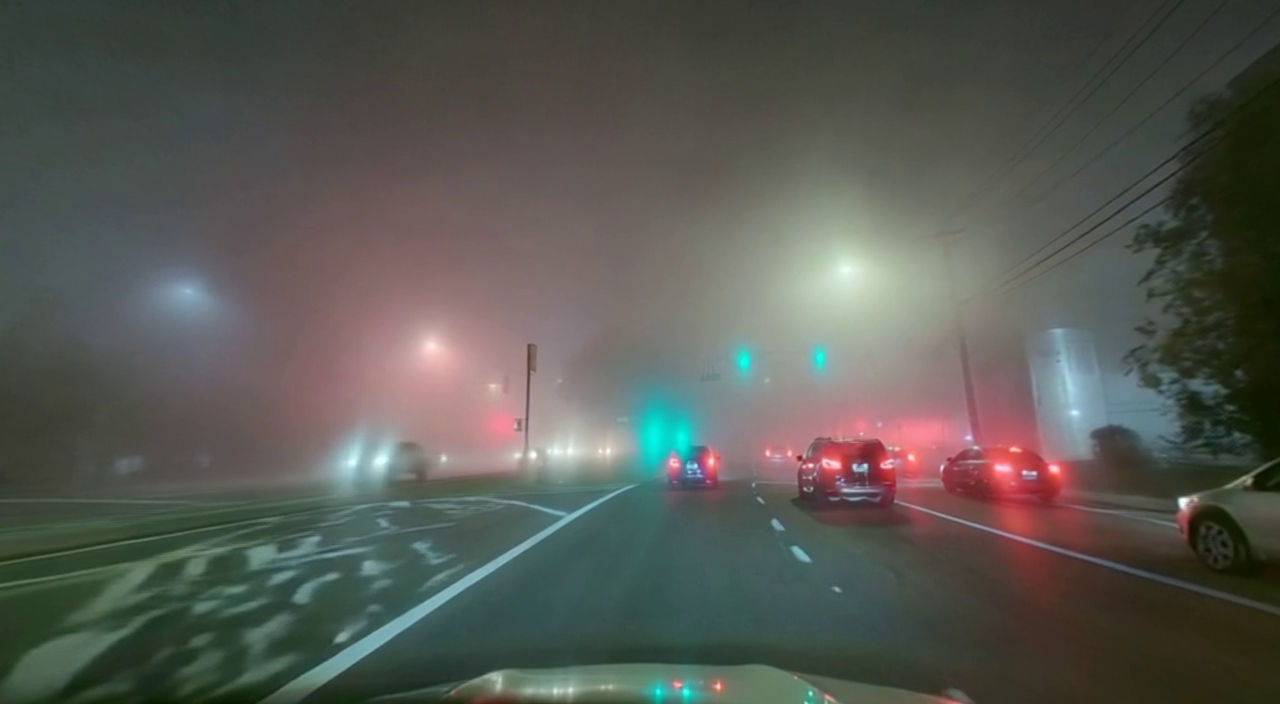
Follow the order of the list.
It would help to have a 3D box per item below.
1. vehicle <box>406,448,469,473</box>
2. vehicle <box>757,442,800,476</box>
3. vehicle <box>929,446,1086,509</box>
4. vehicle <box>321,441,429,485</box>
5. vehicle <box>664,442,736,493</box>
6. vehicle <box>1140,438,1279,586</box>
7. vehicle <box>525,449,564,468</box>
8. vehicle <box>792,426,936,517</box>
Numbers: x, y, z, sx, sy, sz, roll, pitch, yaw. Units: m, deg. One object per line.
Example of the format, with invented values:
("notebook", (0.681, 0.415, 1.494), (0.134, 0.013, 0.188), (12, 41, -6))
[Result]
("vehicle", (-12.922, 6.931, 40.622), (1.905, 1.469, 4.825), (-1, -9, 8))
("vehicle", (7.138, 5.515, 32.804), (1.896, 1.612, 4.203), (-1, -9, 9))
("vehicle", (9.786, 3.315, 17.282), (1.882, 1.463, 4.543), (-1, -9, 5))
("vehicle", (-11.181, 4.710, 27.074), (2.057, 1.705, 4.754), (-1, -9, 8))
("vehicle", (2.111, 3.827, 21.292), (2.168, 1.527, 4.174), (-1, -9, 8))
("vehicle", (7.346, 1.527, 5.822), (1.866, 1.471, 4.478), (0, -9, 2))
("vehicle", (-7.371, 8.305, 49.277), (1.779, 1.388, 4.210), (-1, -9, 9))
("vehicle", (5.158, 2.804, 15.354), (2.119, 1.810, 4.848), (-1, -9, 5))
